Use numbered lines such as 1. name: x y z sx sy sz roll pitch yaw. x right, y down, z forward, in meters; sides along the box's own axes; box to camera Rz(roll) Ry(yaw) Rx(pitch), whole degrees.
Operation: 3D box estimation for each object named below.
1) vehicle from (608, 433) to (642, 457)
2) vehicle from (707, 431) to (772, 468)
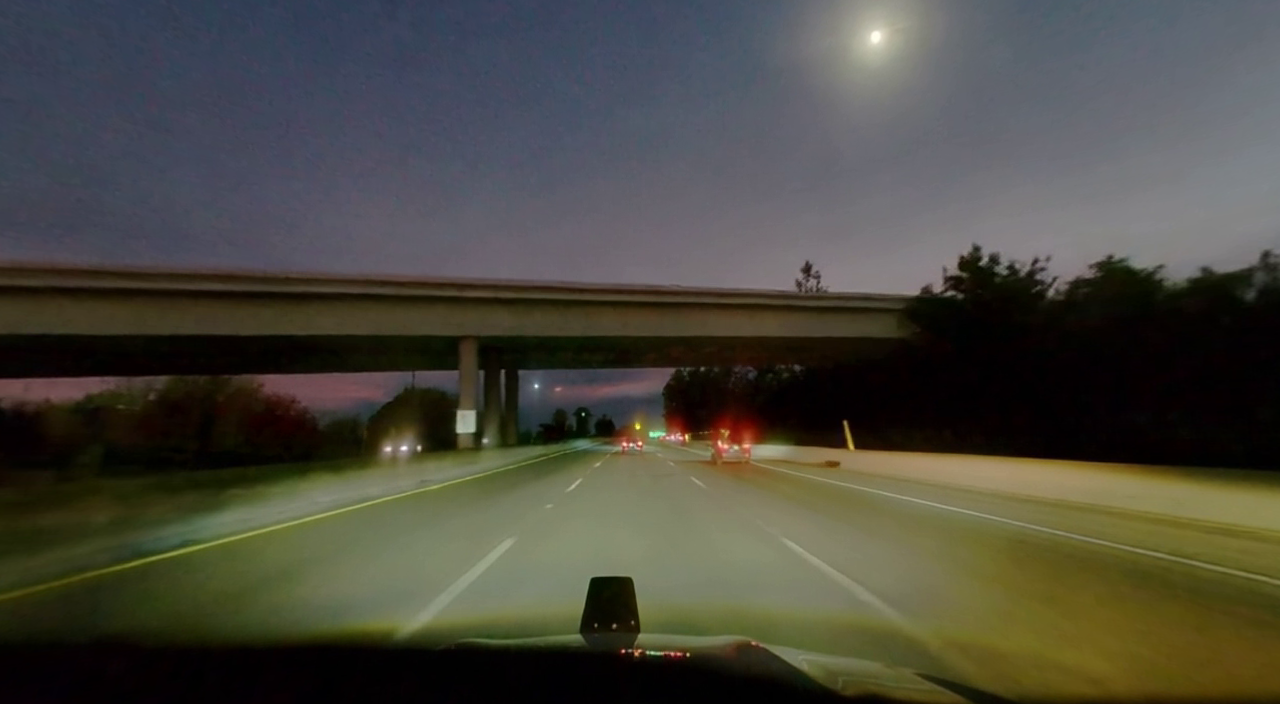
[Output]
1. vehicle: -0.927 5.838 39.622 1.987 1.440 3.565 0 -8 -1
2. vehicle: 4.308 4.270 27.952 2.056 1.508 4.093 0 -8 -2
